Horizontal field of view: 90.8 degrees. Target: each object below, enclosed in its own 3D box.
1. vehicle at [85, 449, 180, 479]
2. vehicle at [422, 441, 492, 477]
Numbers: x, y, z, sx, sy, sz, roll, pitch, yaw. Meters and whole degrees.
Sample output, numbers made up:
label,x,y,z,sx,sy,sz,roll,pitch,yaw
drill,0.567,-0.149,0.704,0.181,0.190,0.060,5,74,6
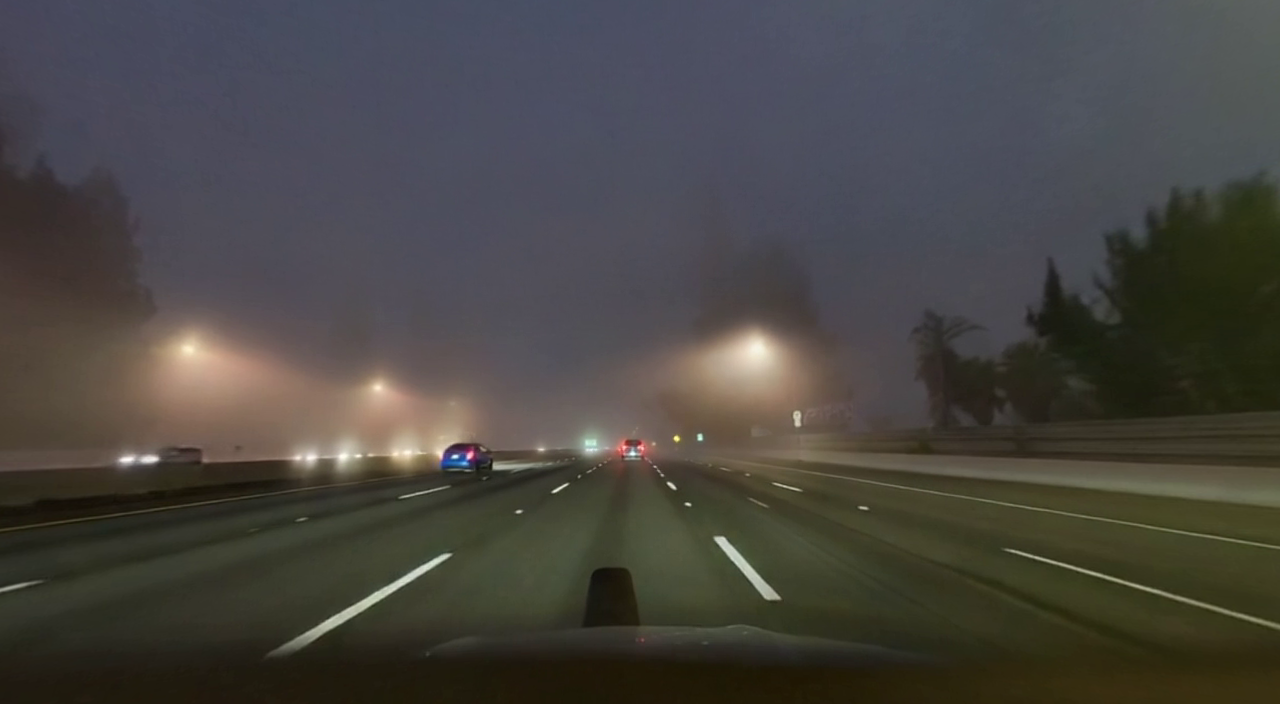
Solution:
label,x,y,z,sx,sy,sz,roll,pitch,yaw
vehicle,-26.225,5.771,32.807,1.775,1.422,3.843,0,-9,-1
vehicle,-8.487,4.984,29.770,1.971,1.552,4.465,0,-9,0
